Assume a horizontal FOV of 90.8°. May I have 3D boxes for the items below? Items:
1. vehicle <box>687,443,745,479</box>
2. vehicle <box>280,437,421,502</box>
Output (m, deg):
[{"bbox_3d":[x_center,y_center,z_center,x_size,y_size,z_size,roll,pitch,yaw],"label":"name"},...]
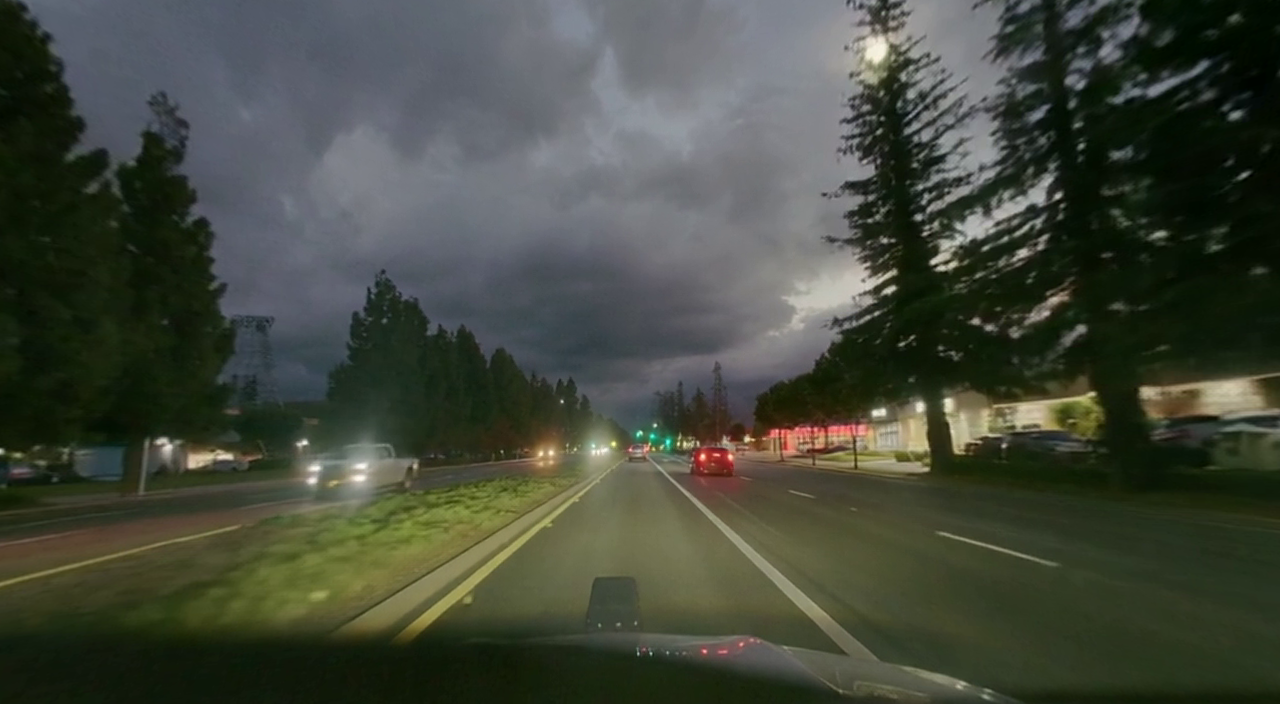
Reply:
[{"bbox_3d":[3.336,4.921,28.691,1.983,1.482,4.463,0,-9,-1],"label":"vehicle"},{"bbox_3d":[-8.623,3.535,19.412,2.157,1.720,4.563,0,-9,0],"label":"vehicle"}]
